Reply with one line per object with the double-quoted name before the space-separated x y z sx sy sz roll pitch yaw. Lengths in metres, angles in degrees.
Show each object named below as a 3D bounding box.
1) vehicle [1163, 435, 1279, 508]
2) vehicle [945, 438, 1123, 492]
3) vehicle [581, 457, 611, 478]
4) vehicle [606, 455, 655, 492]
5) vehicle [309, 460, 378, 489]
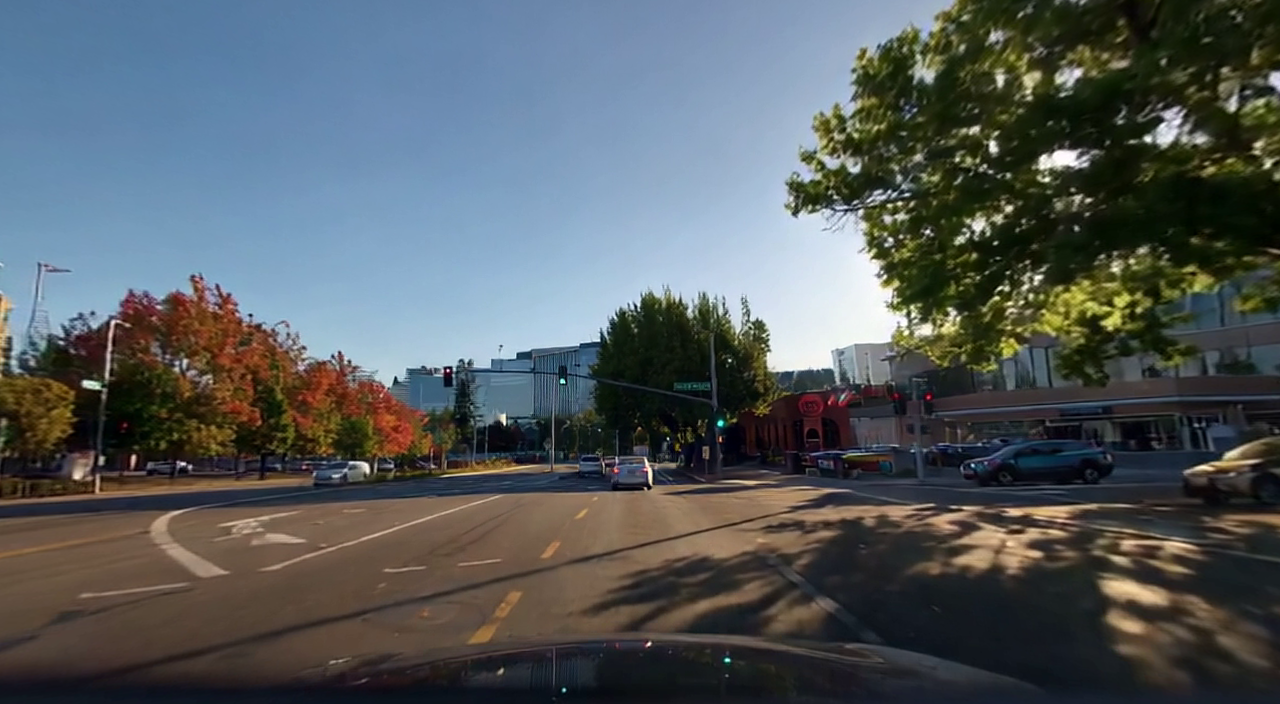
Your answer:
"vehicle" 14.784 2.574 13.911 4.801 1.473 1.922 0 -8 -1
"vehicle" 14.420 4.145 23.356 5.174 1.878 2.000 0 -8 -1
"vehicle" -3.393 9.010 49.593 1.967 1.504 4.101 0 -8 1
"vehicle" -0.391 5.536 29.088 2.115 1.461 3.976 0 -8 1
"vehicle" -18.250 7.542 39.151 1.925 1.497 4.788 0 -8 1
